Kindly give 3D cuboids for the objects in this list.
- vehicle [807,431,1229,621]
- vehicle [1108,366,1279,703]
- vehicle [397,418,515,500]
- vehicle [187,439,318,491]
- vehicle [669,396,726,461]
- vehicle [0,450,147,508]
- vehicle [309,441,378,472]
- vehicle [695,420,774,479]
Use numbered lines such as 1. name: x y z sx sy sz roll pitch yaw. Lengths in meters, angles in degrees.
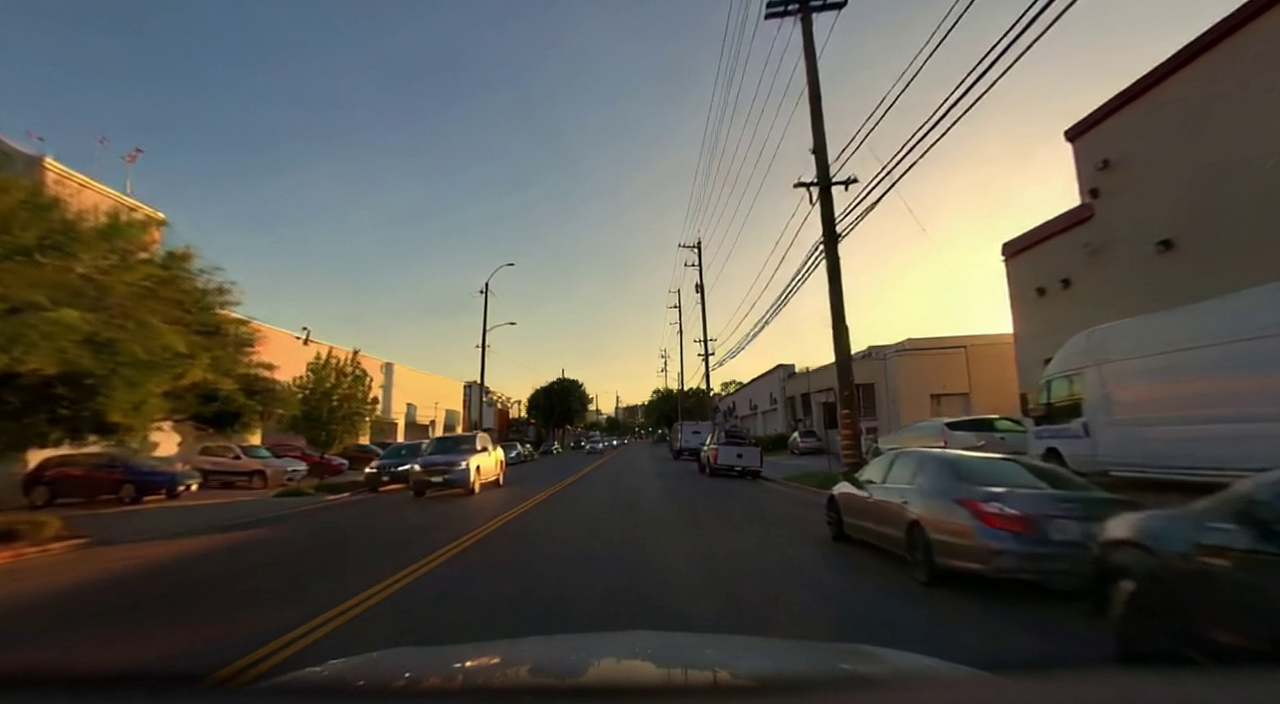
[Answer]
1. vehicle: 3.589 1.720 7.375 1.974 1.455 4.776 0 -9 0
2. vehicle: 3.607 0.652 0.993 1.911 1.654 5.061 0 -9 1
3. vehicle: -5.106 3.055 18.351 2.254 1.963 4.823 -2 -8 -4
4. vehicle: -14.285 4.164 23.668 2.016 1.721 4.410 0 -9 1
5. vehicle: 3.530 5.084 40.969 2.874 3.757 8.612 0 -9 0
6. vehicle: -17.350 3.711 18.550 4.136 1.510 1.842 -1 -9 -1
7. vehicle: -17.259 6.112 37.055 1.929 1.702 4.121 0 -9 2
8. vehicle: 3.555 3.856 25.093 2.249 2.026 6.211 0 -9 1
